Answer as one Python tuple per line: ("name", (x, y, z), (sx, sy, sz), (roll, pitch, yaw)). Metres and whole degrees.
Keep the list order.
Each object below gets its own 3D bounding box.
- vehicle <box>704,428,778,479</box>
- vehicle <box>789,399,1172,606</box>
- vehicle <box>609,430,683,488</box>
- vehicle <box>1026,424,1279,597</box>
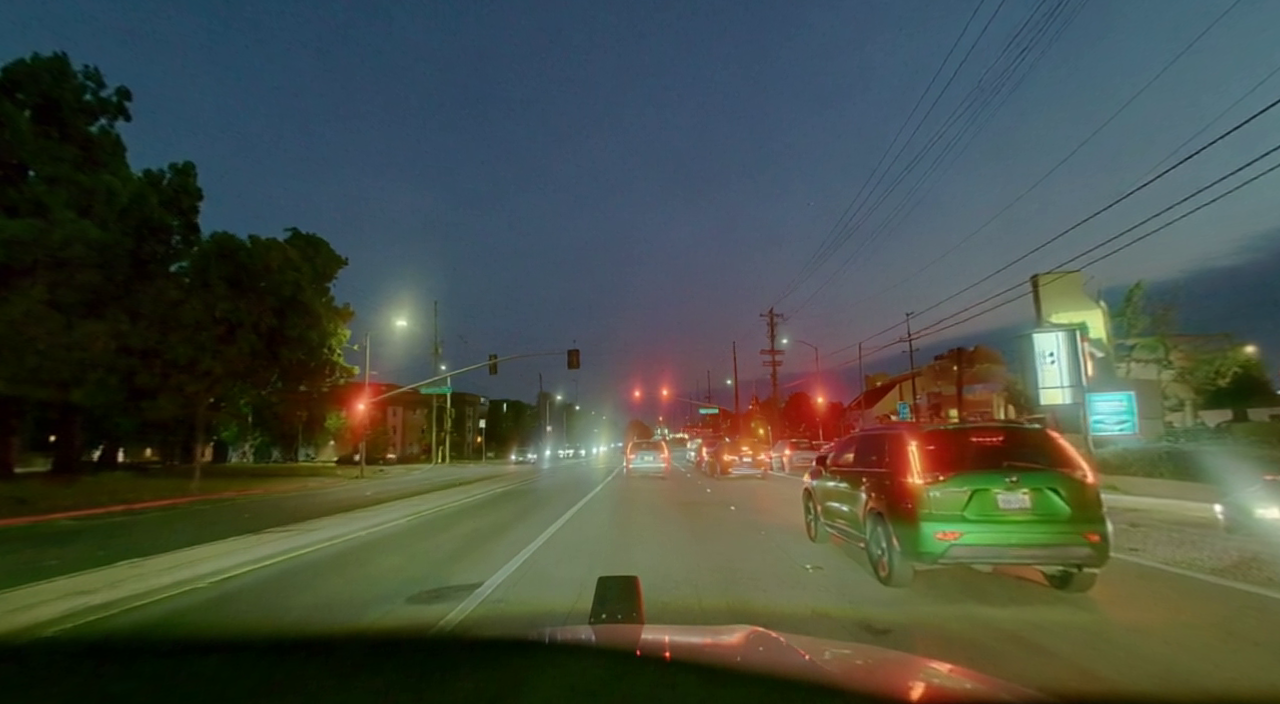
("vehicle", (3.812, 3.945, 24.715), (2.060, 1.789, 4.712), (0, -9, -1))
("vehicle", (3.191, 1.507, 7.178), (1.998, 1.620, 4.267), (0, -9, 1))
("vehicle", (0.201, 3.412, 20.449), (2.149, 1.668, 3.962), (0, -9, 1))
("vehicle", (6.299, 1.478, 6.317), (1.906, 1.435, 4.670), (0, -9, 0))
